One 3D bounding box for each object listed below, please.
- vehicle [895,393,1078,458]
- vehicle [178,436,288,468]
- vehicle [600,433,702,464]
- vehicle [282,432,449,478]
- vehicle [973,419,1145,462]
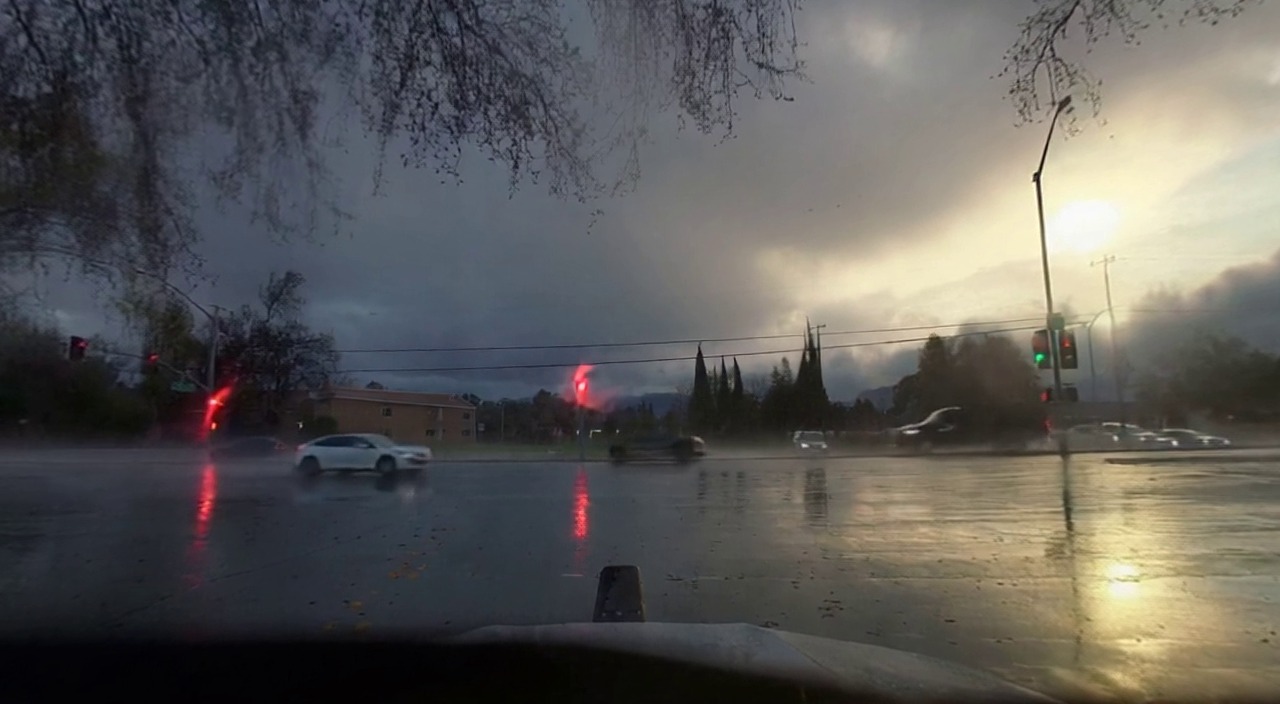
[{"bbox_3d":[17.965,3.942,33.327,7.790,3.197,2.653,-2,-9,10],"label":"vehicle"},{"bbox_3d":[-21.546,5.308,33.545,4.677,1.593,2.029,-2,-9,10],"label":"vehicle"},{"bbox_3d":[0.589,4.859,31.800,4.860,1.441,1.934,-2,-9,12],"label":"vehicle"},{"bbox_3d":[-9.296,3.505,21.579,4.836,1.445,2.057,-2,-9,10],"label":"vehicle"},{"bbox_3d":[15.020,3.221,22.946,4.749,1.461,1.892,-1,-9,9],"label":"vehicle"}]
